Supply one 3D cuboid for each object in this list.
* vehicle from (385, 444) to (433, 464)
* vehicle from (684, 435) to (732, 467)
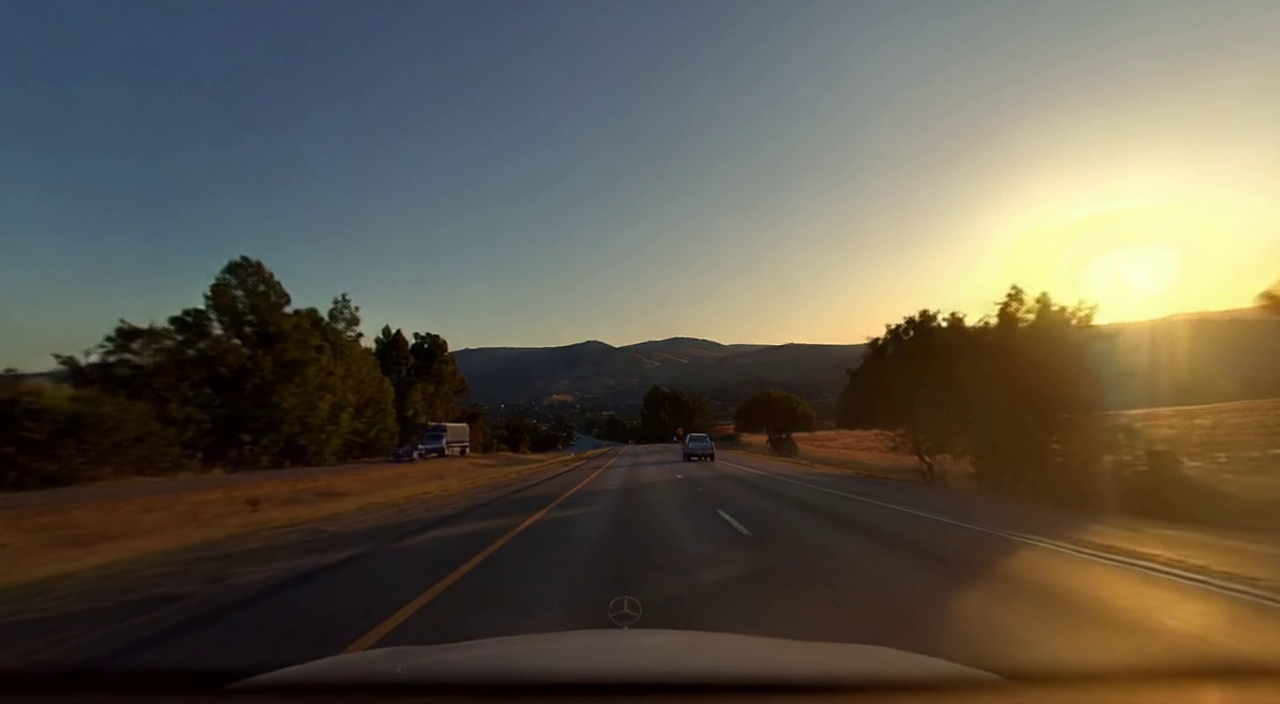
[{"bbox_3d":[-17.818,7.844,48.861,1.878,1.474,4.501,0,-8,1],"label":"vehicle"},{"bbox_3d":[3.637,5.388,34.482,2.157,1.640,4.056,0,-8,1],"label":"vehicle"}]
